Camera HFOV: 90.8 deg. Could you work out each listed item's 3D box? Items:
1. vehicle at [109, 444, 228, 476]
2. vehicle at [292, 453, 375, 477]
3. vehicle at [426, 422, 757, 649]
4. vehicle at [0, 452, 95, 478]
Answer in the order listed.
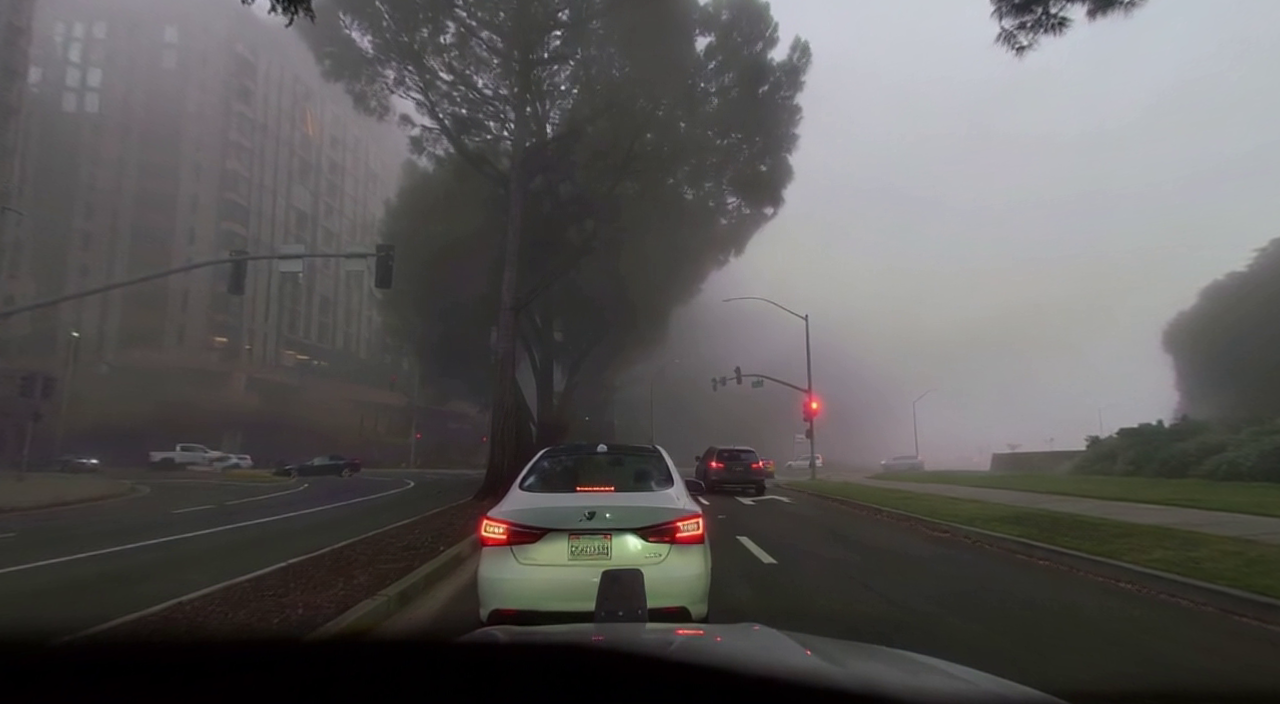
[{"bbox_3d":[-26.635,6.094,35.864,4.877,1.754,1.978,2,-9,-12],"label":"vehicle"},{"bbox_3d":[-19.954,7.340,41.316,4.548,1.449,1.802,2,-9,-13],"label":"vehicle"},{"bbox_3d":[-0.333,1.533,6.371,2.173,1.479,4.264,0,-9,0],"label":"vehicle"},{"bbox_3d":[-35.679,6.718,37.758,4.199,1.432,1.727,2,-9,-12],"label":"vehicle"}]
